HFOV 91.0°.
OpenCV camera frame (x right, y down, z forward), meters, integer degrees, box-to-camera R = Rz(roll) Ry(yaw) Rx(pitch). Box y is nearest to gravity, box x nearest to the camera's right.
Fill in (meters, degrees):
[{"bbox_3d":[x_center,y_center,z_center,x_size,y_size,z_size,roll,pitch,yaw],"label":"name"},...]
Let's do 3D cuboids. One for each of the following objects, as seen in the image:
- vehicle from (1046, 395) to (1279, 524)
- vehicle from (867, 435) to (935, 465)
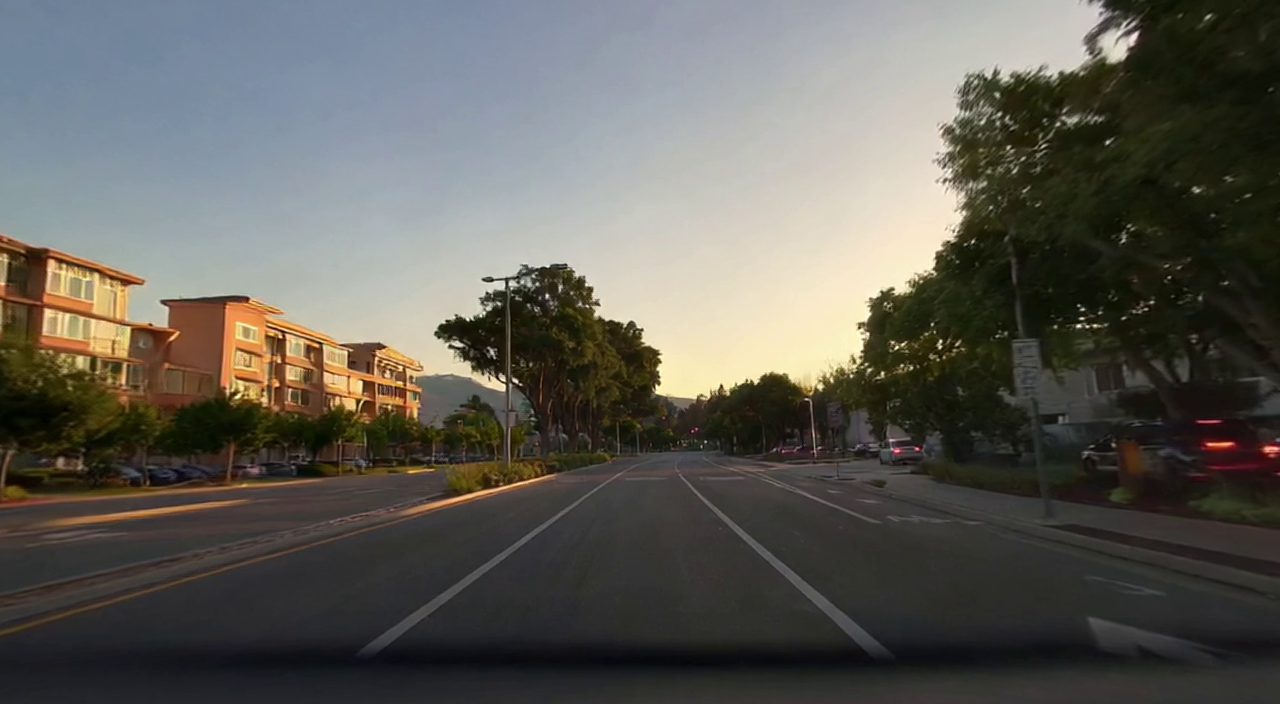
[{"bbox_3d":[10.057,1.943,11.734,2.007,1.895,4.812,-1,-9,5],"label":"vehicle"},{"bbox_3d":[14.346,5.431,34.878,1.879,1.507,4.836,0,-9,2],"label":"vehicle"}]
